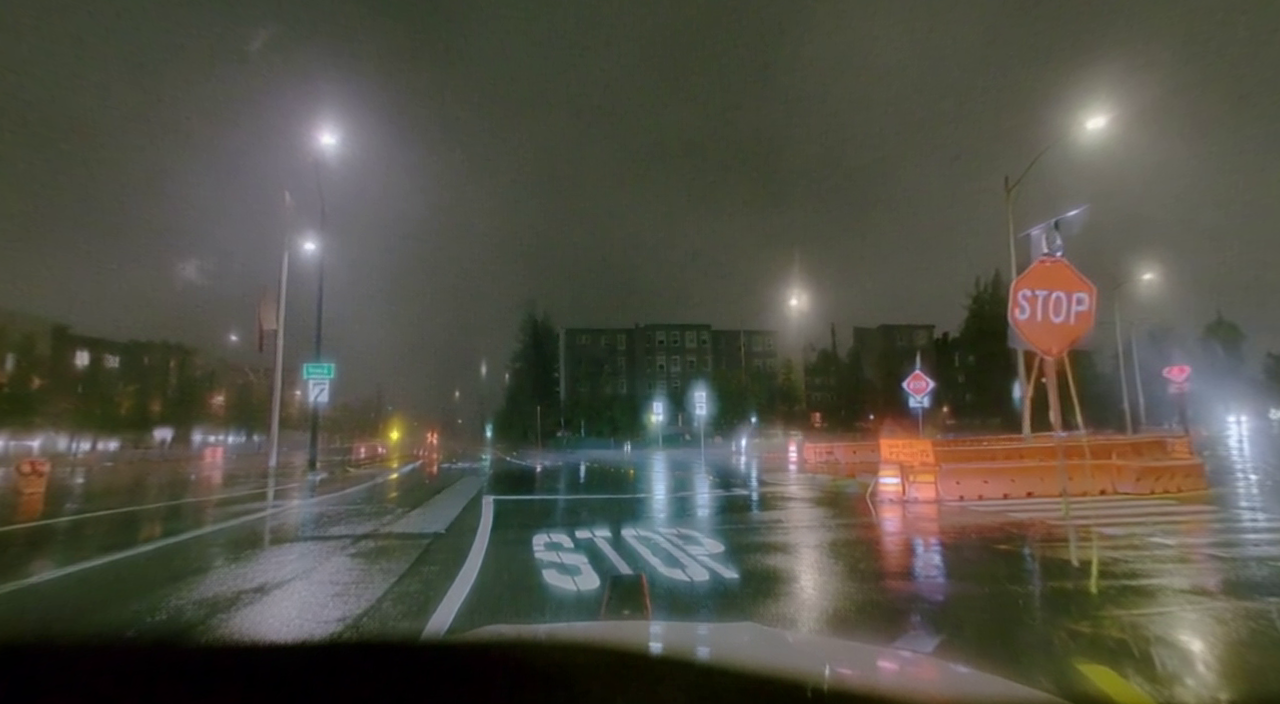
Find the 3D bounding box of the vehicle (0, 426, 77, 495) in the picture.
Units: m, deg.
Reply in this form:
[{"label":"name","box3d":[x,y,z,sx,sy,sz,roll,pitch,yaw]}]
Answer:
[{"label":"vehicle","box3d":[-17.437,3.008,17.743,2.159,1.734,4.292,7,-11,-41]}]

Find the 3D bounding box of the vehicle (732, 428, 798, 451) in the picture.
[{"label":"vehicle","box3d":[9.089,6.416,45.965,4.302,1.628,1.957,2,-9,-14]}]
